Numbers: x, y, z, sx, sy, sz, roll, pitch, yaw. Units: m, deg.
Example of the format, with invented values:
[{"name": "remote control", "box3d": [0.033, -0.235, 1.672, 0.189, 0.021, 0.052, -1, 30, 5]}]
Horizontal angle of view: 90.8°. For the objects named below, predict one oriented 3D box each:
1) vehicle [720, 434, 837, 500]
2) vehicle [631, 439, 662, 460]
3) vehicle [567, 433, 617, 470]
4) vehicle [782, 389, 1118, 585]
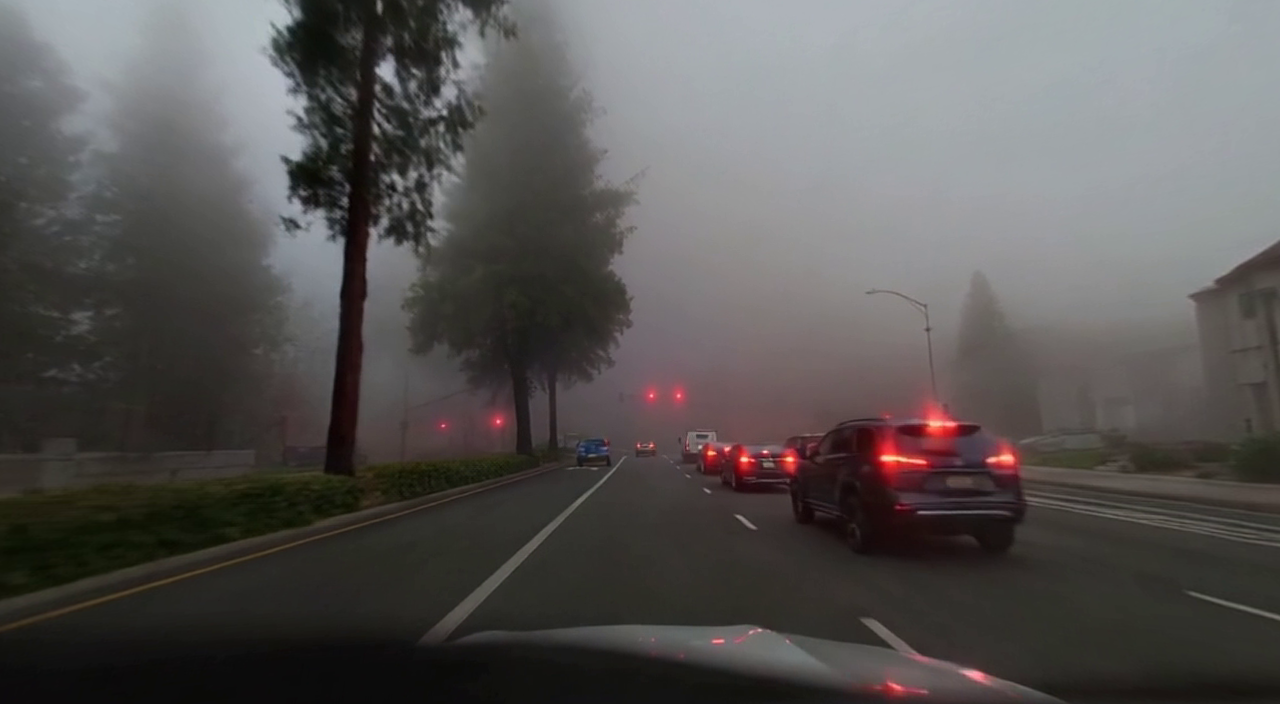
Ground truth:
[{"name": "vehicle", "box3d": [3.348, 2.878, 16.221, 2.009, 1.436, 4.258, 0, -8, 0]}, {"name": "vehicle", "box3d": [0.517, 7.160, 46.368, 2.120, 1.428, 3.890, 0, -8, 2]}, {"name": "vehicle", "box3d": [-2.364, 5.027, 32.072, 2.083, 1.691, 4.398, 0, -8, 1]}, {"name": "vehicle", "box3d": [3.334, 1.558, 8.059, 1.985, 1.772, 4.479, 0, -8, 0]}]
